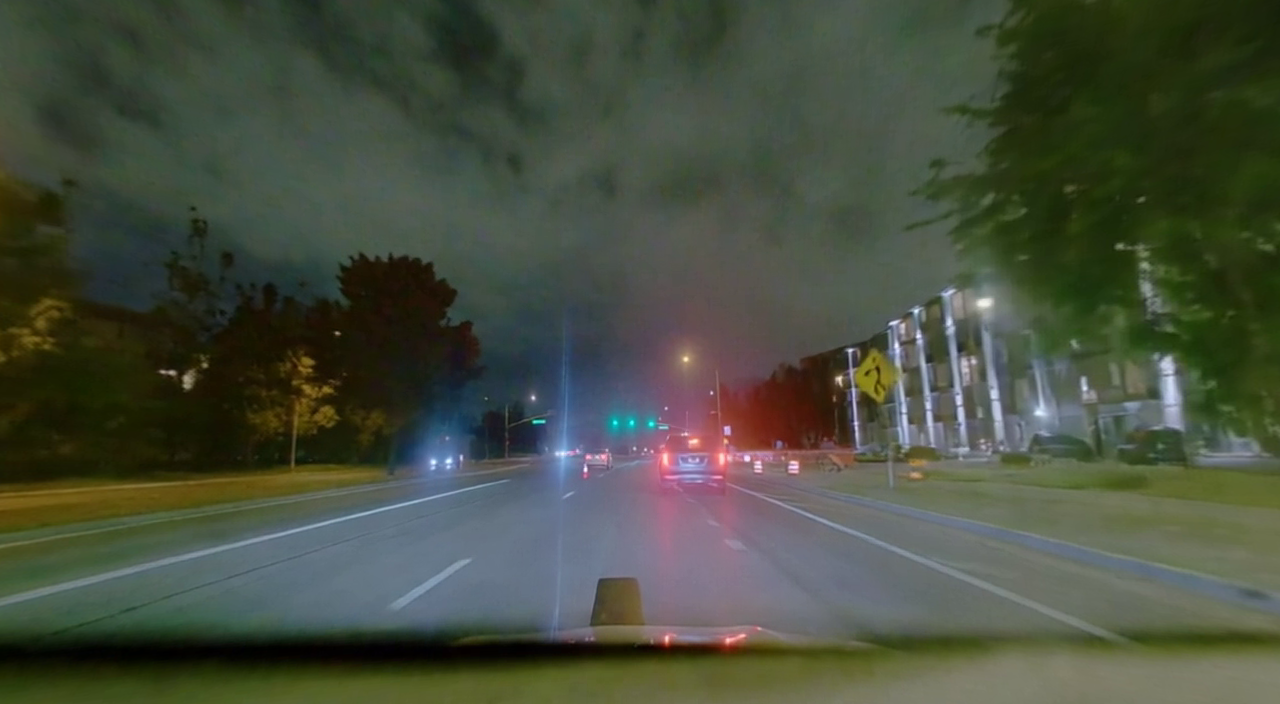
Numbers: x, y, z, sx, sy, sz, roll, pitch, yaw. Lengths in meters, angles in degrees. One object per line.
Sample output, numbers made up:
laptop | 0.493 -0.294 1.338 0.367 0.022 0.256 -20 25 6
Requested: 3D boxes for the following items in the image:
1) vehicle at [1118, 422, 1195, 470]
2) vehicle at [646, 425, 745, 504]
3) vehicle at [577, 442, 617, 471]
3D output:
vehicle | 20.066 3.645 24.471 1.926 1.680 4.410 -8 -11 42
vehicle | 1.326 2.976 17.145 2.197 1.835 4.316 0 -8 -1
vehicle | -2.572 6.416 38.923 2.121 1.654 3.993 0 -8 1
